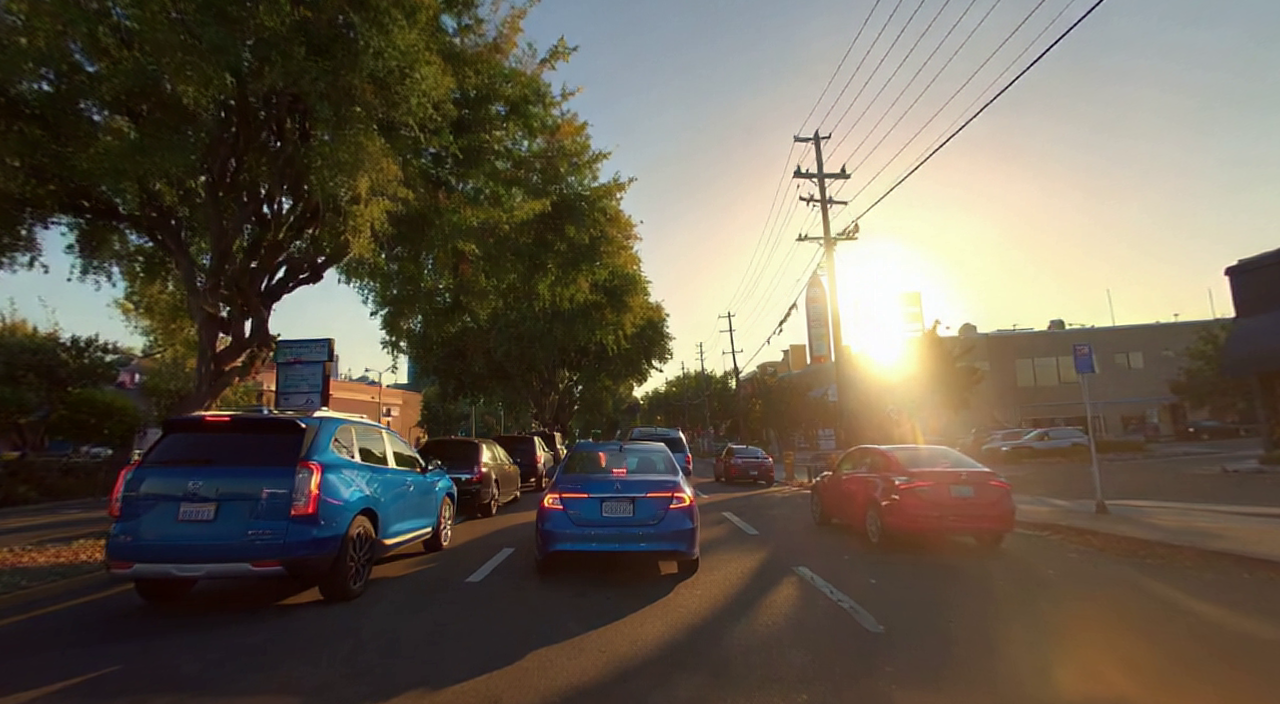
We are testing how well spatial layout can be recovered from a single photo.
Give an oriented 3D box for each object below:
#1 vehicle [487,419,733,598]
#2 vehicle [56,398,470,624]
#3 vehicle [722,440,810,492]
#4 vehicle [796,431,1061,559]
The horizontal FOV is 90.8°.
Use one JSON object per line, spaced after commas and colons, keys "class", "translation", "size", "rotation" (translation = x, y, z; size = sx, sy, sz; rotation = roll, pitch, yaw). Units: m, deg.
{"class": "vehicle", "translation": [-0.312, 1.633, 7.398], "size": [2.097, 1.511, 3.809], "rotation": [0, -9, -2]}
{"class": "vehicle", "translation": [-3.437, 1.524, 6.988], "size": [1.979, 1.697, 4.254], "rotation": [0, -9, -1]}
{"class": "vehicle", "translation": [3.821, 3.527, 19.861], "size": [1.876, 1.456, 4.025], "rotation": [0, -9, -1]}
{"class": "vehicle", "translation": [3.922, 2.000, 9.606], "size": [1.909, 1.473, 4.361], "rotation": [0, -9, -1]}
